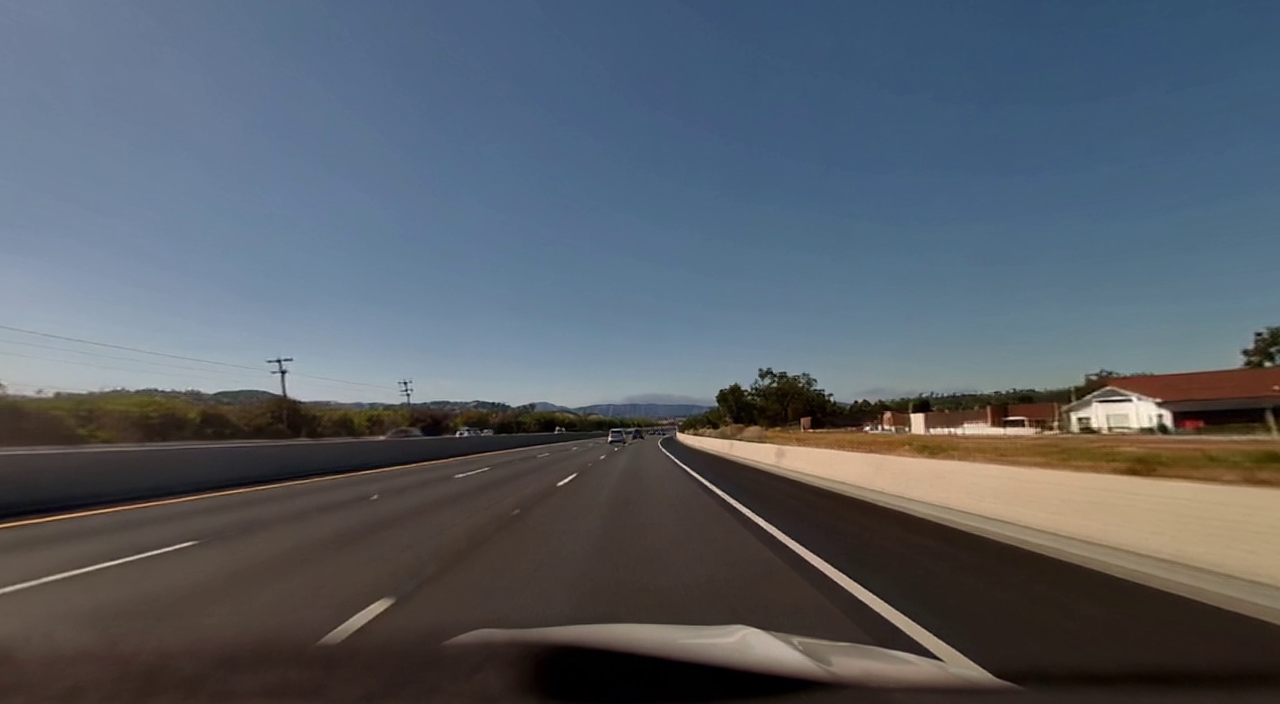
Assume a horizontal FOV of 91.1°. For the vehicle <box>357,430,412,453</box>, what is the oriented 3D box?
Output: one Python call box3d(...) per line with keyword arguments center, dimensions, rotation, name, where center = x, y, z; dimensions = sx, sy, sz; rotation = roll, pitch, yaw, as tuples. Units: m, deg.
box3d(center=(-18.270, 6.401, 45.213), dimensions=(1.900, 1.572, 4.762), rotation=(0, -8, 1), name="vehicle")
